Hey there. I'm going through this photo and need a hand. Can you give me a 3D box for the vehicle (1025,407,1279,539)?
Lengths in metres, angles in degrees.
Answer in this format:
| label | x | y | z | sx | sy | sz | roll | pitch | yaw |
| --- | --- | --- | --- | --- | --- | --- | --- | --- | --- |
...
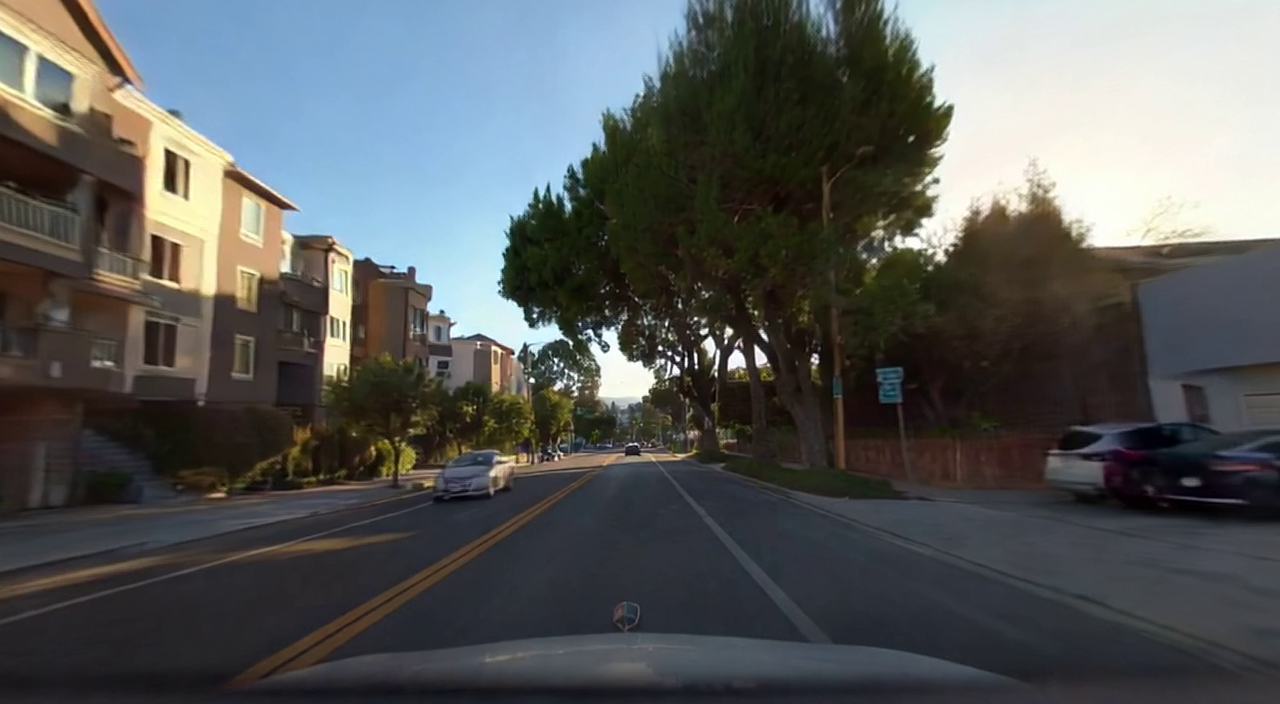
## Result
| label | x | y | z | sx | sy | sz | roll | pitch | yaw |
| --- | --- | --- | --- | --- | --- | --- | --- | --- | --- |
| vehicle | 9.276 | 2.009 | 11.010 | 2.121 | 1.785 | 4.693 | 0 | -9 | 0 |
